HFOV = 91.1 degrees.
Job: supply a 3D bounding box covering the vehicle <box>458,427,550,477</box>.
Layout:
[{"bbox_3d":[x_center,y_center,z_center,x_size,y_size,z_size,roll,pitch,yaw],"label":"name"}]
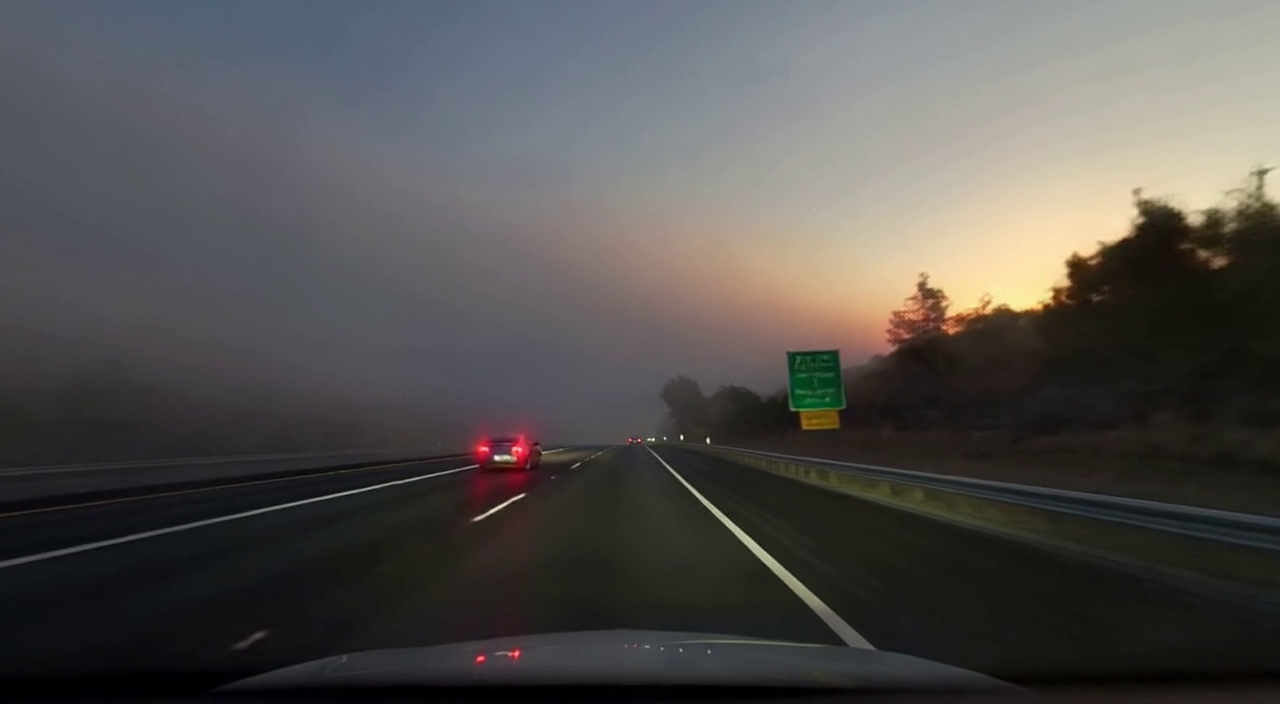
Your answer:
[{"bbox_3d":[-4.621,3.464,22.214,2.149,1.532,4.905,0,-8,0],"label":"vehicle"}]
